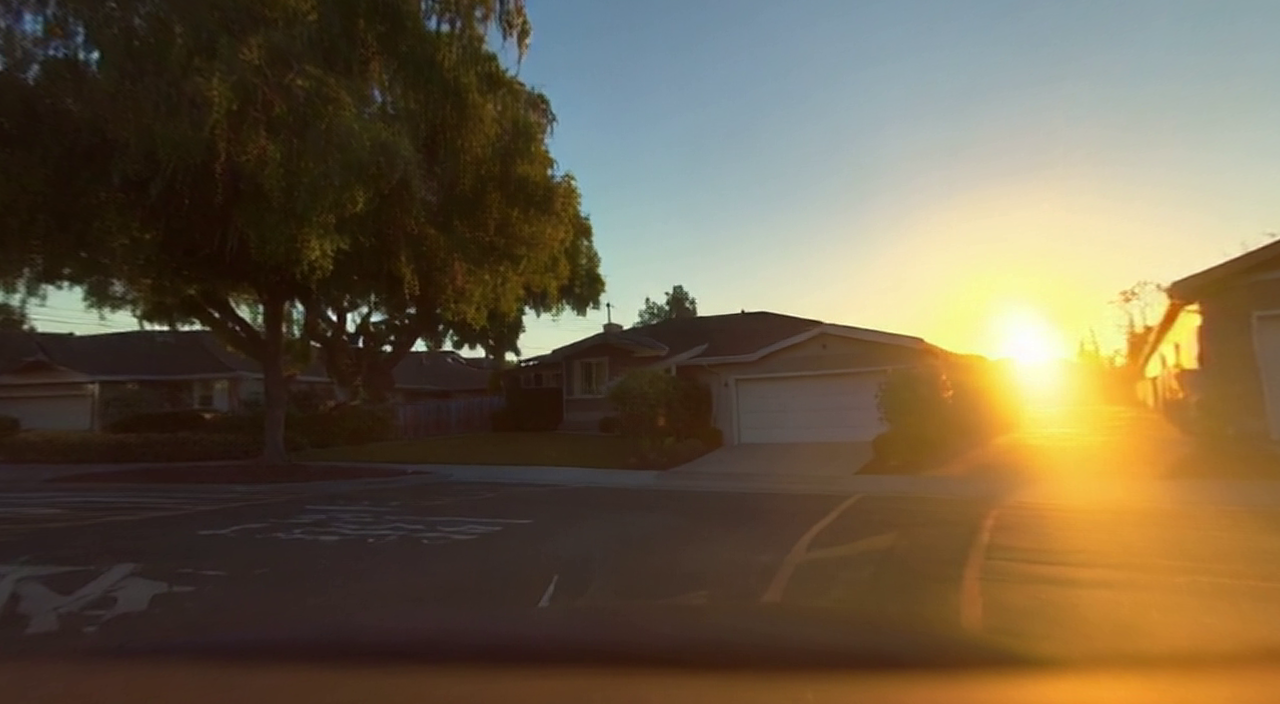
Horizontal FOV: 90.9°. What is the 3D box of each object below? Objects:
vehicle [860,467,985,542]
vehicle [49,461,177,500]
[{"bbox_3d":[7.263,3.905,16.729,1.860,1.477,4.629,-2,-8,10],"label":"vehicle"},{"bbox_3d":[-25.652,6.357,30.927,2.019,1.697,4.310,-1,-13,11],"label":"vehicle"}]
